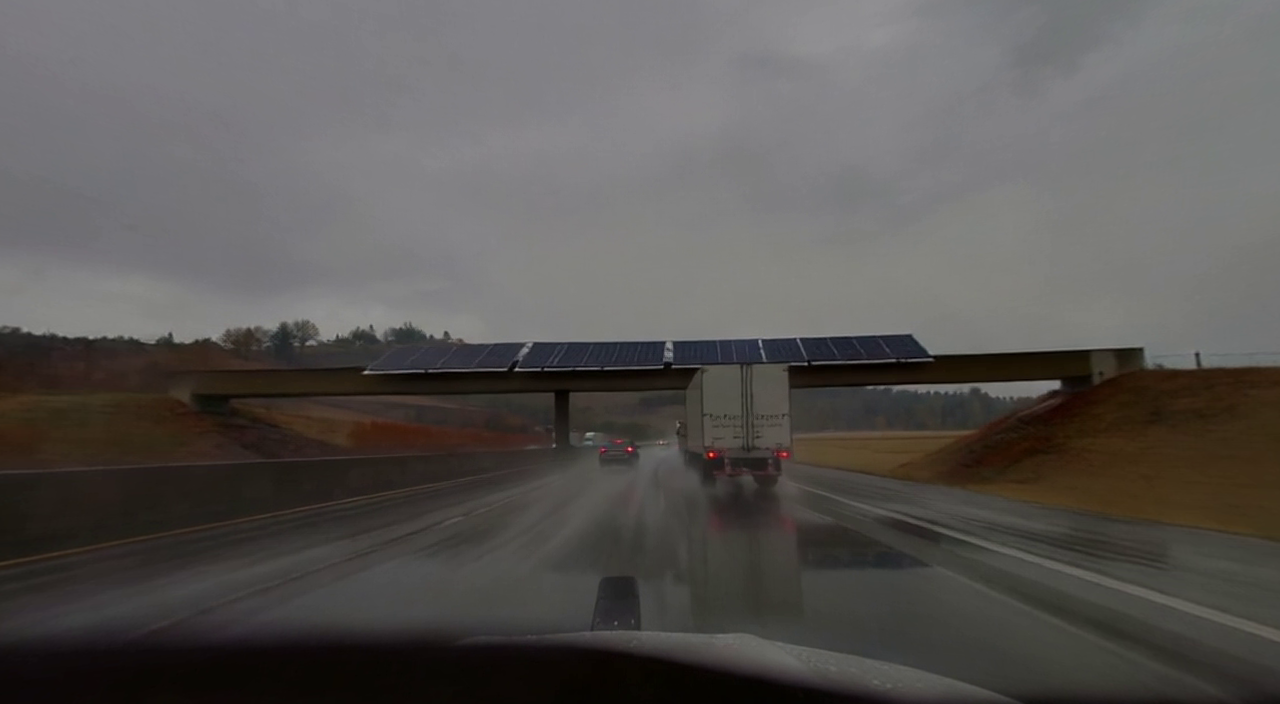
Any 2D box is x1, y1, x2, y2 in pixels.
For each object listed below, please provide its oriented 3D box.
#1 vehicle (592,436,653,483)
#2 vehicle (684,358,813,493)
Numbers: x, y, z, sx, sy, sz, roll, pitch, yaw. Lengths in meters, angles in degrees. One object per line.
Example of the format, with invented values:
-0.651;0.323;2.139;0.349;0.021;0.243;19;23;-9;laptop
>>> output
-0.567;4.065;24.106;2.066;1.581;4.268;-1;-8;2;vehicle
3.261;2.690;22.004;2.967;3.633;10.015;-1;-8;2;vehicle
